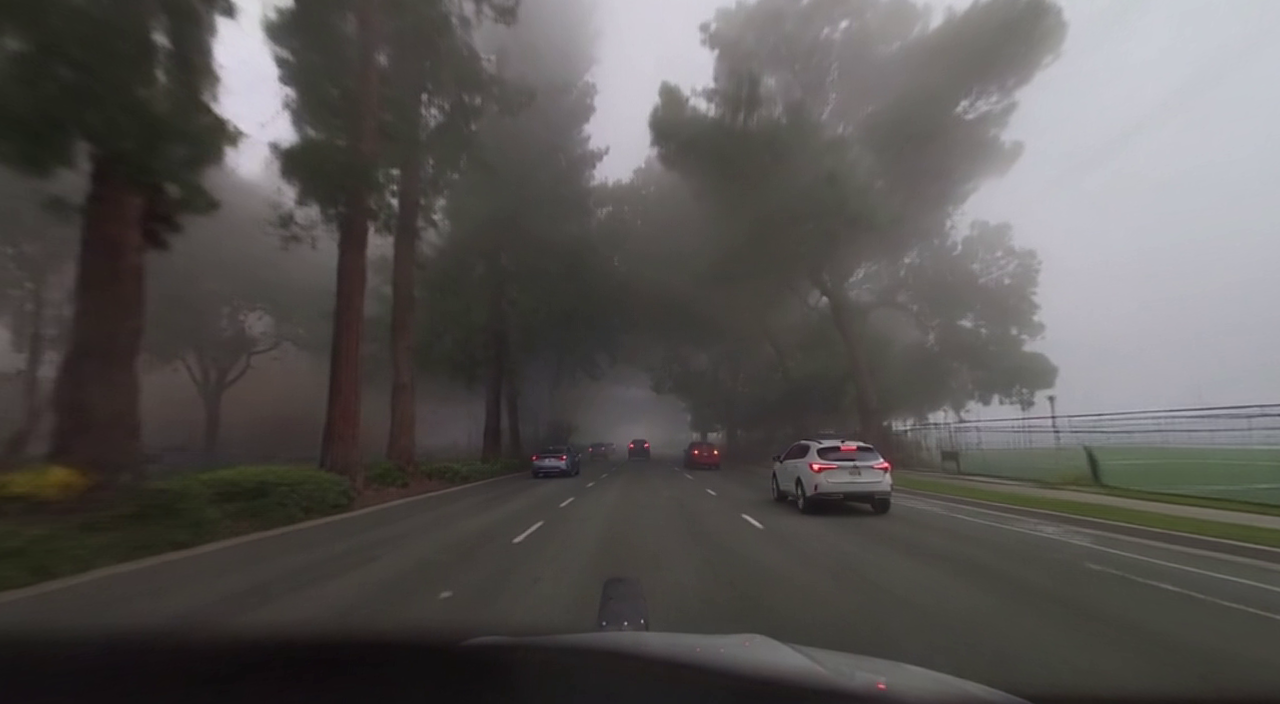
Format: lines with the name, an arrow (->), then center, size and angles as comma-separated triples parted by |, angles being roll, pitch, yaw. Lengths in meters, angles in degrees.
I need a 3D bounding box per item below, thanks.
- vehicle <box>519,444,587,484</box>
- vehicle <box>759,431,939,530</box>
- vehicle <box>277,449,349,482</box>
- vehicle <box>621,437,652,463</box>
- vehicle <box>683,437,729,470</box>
vehicle -> -3.189, 4.177, 23.899 | 2.013, 1.354, 3.908 | 0, -8, 0
vehicle -> 3.619, 2.283, 11.867 | 1.919, 1.502, 4.232 | 0, -8, 0
vehicle -> -22.409, 7.744, 43.470 | 2.159, 1.908, 5.564 | -2, -8, -1
vehicle -> -0.284, 7.431, 47.915 | 2.247, 1.882, 4.603 | 0, -8, -1
vehicle -> 3.550, 5.542, 34.649 | 1.980, 1.709, 4.367 | 0, -8, -1
